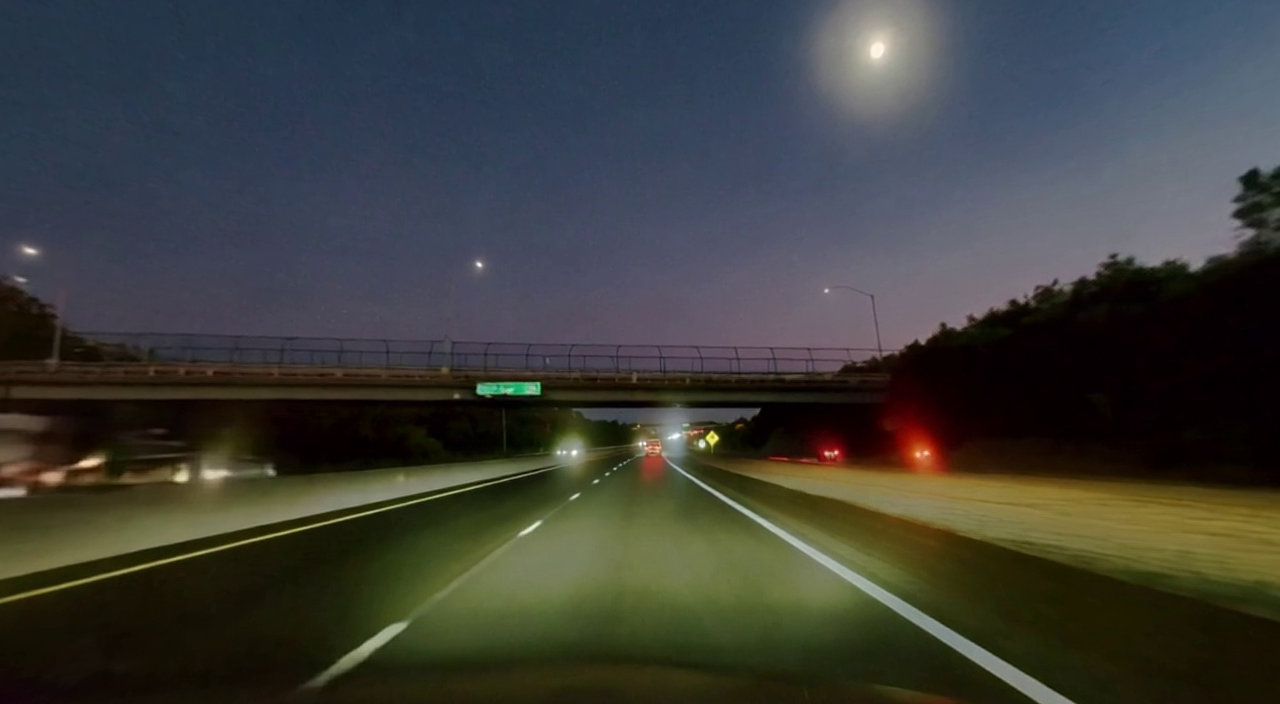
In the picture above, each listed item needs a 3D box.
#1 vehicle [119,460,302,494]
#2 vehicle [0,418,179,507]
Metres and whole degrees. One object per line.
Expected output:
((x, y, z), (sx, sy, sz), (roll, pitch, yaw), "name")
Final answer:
((-20.681, 6.088, 31.407), (2.518, 1.226, 9.557), (-1, -9, 0), "vehicle")
((-20.679, 3.924, 22.785), (2.550, 2.690, 7.180), (0, -9, 0), "vehicle")
